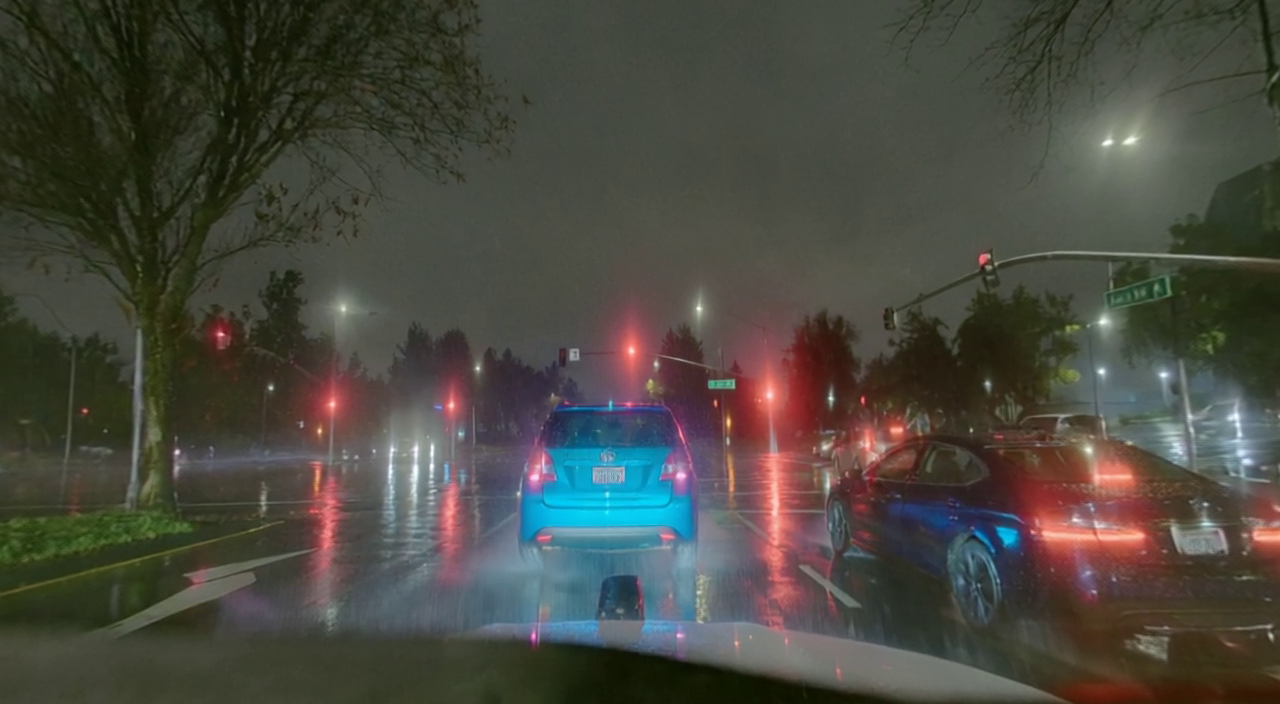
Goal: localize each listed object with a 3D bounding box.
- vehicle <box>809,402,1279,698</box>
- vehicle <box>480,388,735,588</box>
[{"bbox_3d":[3.170,1.401,5.751,1.932,1.562,4.629,0,-9,-1],"label":"vehicle"},{"bbox_3d":[-0.346,1.522,7.799,2.247,1.760,4.231,0,-9,-2],"label":"vehicle"}]
